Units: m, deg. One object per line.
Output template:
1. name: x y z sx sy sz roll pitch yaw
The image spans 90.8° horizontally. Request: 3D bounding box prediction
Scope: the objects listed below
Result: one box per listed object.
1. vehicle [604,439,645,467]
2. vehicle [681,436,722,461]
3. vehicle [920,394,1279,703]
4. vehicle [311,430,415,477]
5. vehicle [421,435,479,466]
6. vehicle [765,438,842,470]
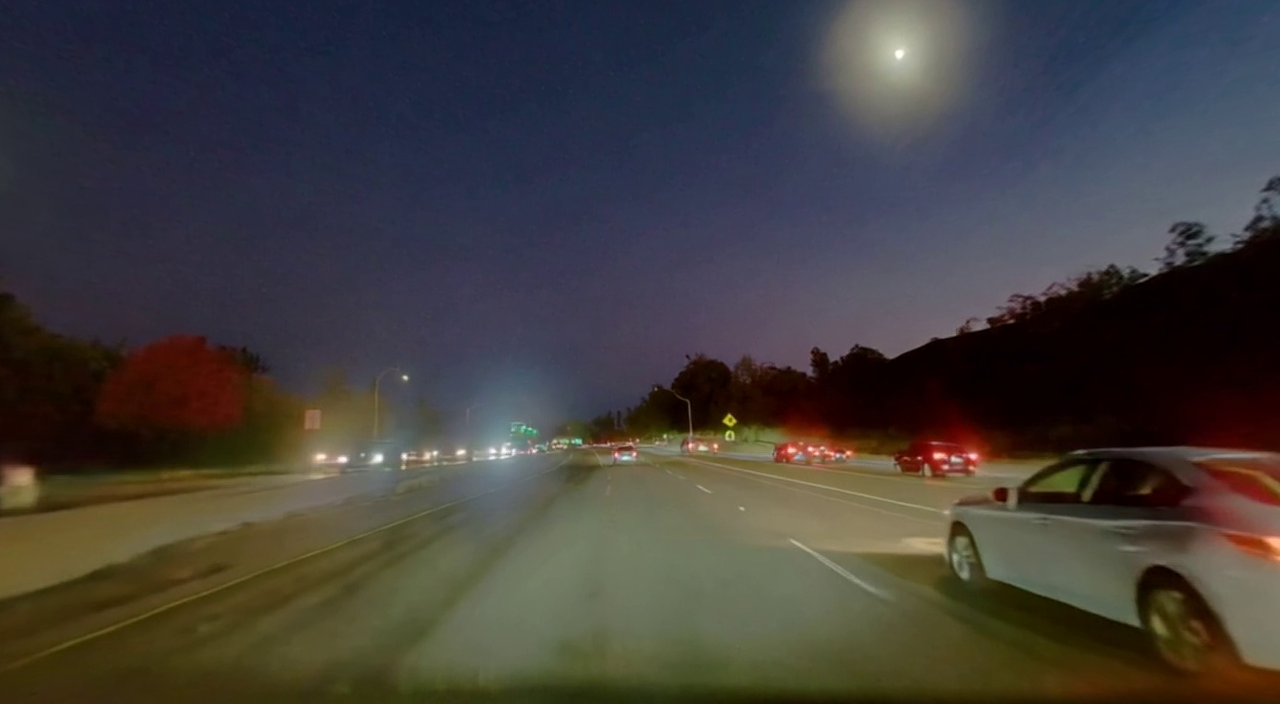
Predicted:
1. vehicle: -0.967 5.820 36.472 2.090 1.510 4.280 1 -9 -5
2. vehicle: 4.221 6.782 44.266 2.094 1.652 3.955 1 -9 -6
3. vehicle: 3.729 1.092 3.783 1.972 1.488 4.335 1 -9 -2
4. vehicle: -10.510 3.904 24.421 2.113 1.629 4.629 1 -8 -3
5. vehicle: -10.953 5.705 36.796 2.174 1.654 4.680 1 -9 -3
6. vehicle: 8.270 5.245 32.542 2.196 1.494 4.735 1 -9 -7
